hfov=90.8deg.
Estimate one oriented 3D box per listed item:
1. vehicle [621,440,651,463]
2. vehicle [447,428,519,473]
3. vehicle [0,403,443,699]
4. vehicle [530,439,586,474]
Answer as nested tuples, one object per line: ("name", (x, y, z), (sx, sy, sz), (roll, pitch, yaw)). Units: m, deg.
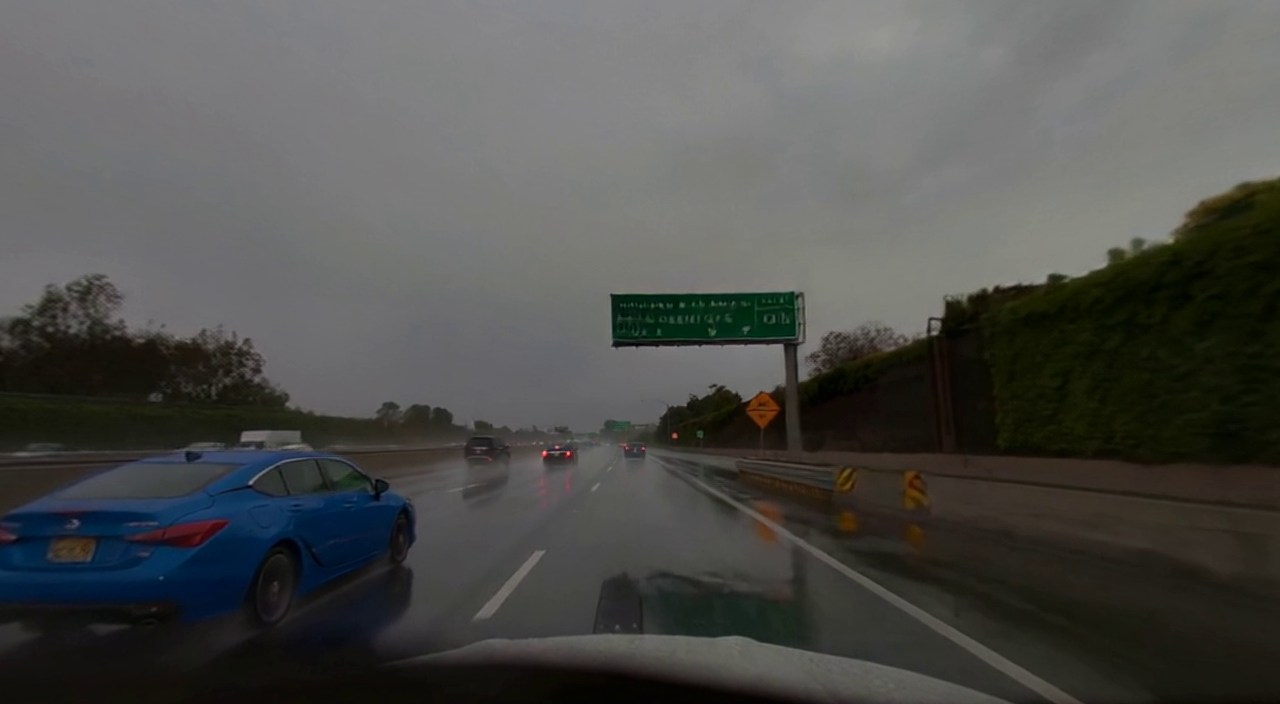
("vehicle", (-0.312, 7.039, 44.778), (2.018, 1.508, 4.087), (0, -8, -2))
("vehicle", (-7.450, 4.744, 30.571), (2.171, 1.982, 5.246), (0, -8, -1))
("vehicle", (-3.437, 1.342, 5.511), (2.025, 1.506, 4.429), (0, -8, 0))
("vehicle", (-3.685, 4.787, 29.226), (2.068, 1.501, 4.395), (0, -8, -1))
